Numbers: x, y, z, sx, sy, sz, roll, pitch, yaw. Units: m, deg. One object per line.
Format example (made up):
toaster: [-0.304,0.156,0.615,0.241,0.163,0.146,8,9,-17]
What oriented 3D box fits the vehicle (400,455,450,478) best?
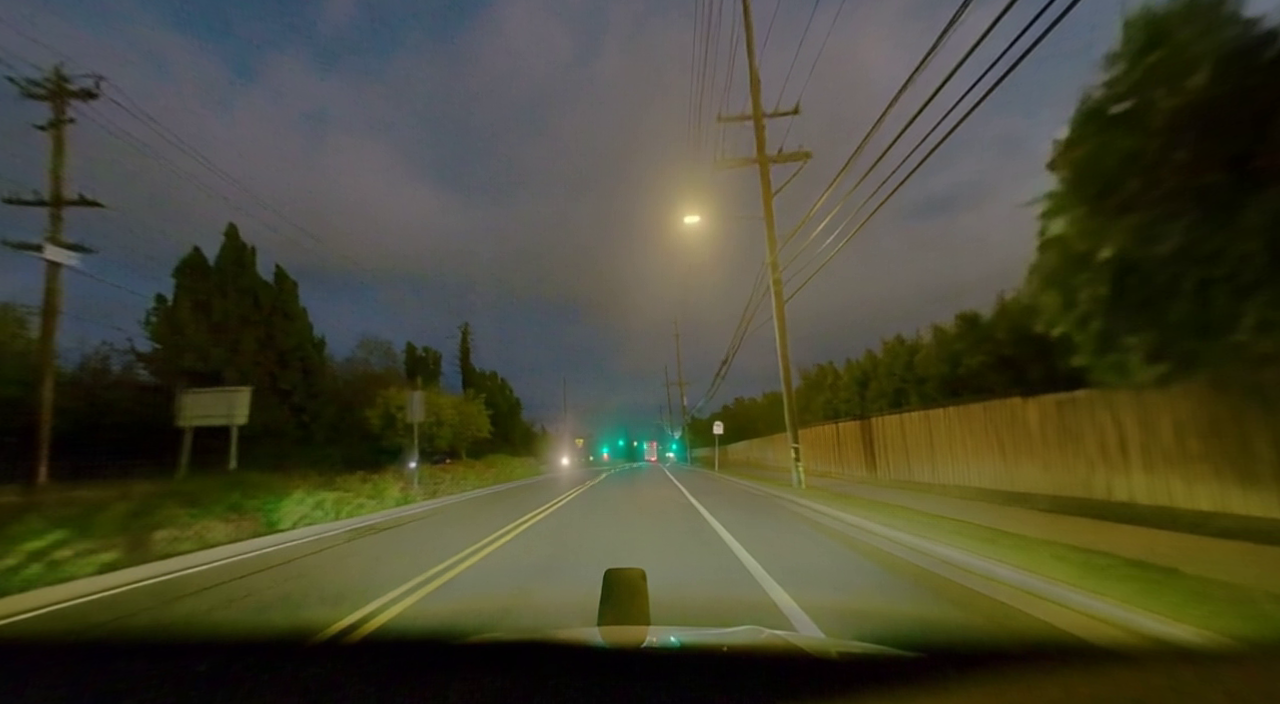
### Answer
vehicle: [-14.968,7.999,44.181,1.839,1.447,4.585,-1,-8,1]
